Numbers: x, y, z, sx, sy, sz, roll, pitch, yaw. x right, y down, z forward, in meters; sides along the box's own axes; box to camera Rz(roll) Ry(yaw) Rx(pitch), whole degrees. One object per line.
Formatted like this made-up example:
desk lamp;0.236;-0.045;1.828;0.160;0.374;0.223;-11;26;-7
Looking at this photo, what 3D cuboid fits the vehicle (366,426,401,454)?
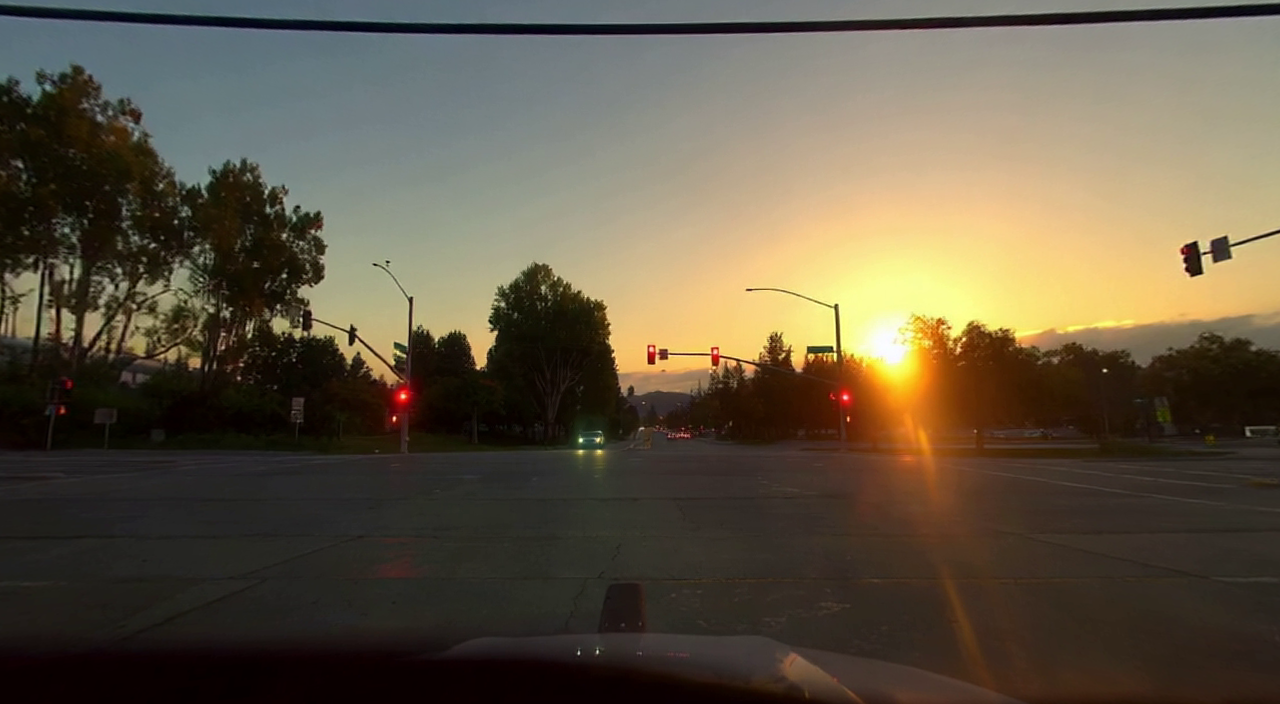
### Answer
vehicle;-20.006;6.866;48.899;1.873;2.079;2.879;5;-10;-33
